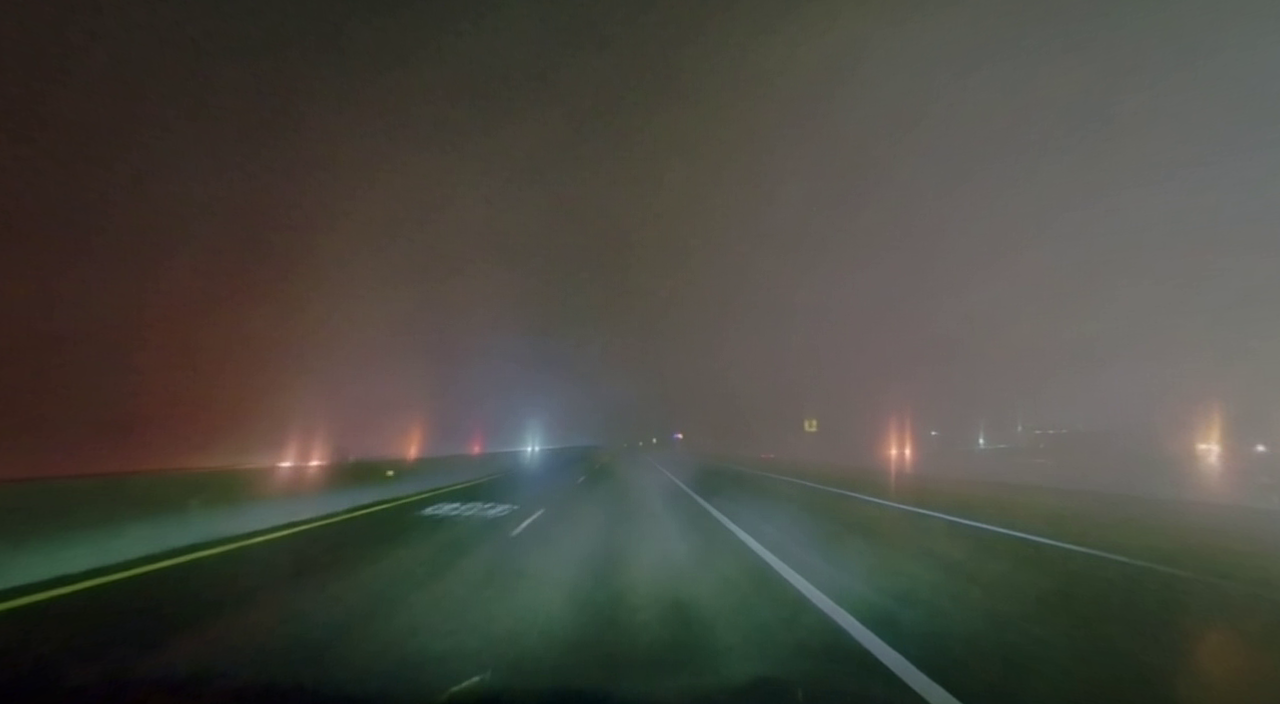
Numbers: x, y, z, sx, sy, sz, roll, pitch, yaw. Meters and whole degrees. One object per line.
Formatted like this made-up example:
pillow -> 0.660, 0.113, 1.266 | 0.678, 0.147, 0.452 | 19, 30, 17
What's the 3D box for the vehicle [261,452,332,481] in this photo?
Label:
vehicle -> -20.220, 6.717, 37.211 | 1.889, 1.507, 3.951 | 0, -8, 1
